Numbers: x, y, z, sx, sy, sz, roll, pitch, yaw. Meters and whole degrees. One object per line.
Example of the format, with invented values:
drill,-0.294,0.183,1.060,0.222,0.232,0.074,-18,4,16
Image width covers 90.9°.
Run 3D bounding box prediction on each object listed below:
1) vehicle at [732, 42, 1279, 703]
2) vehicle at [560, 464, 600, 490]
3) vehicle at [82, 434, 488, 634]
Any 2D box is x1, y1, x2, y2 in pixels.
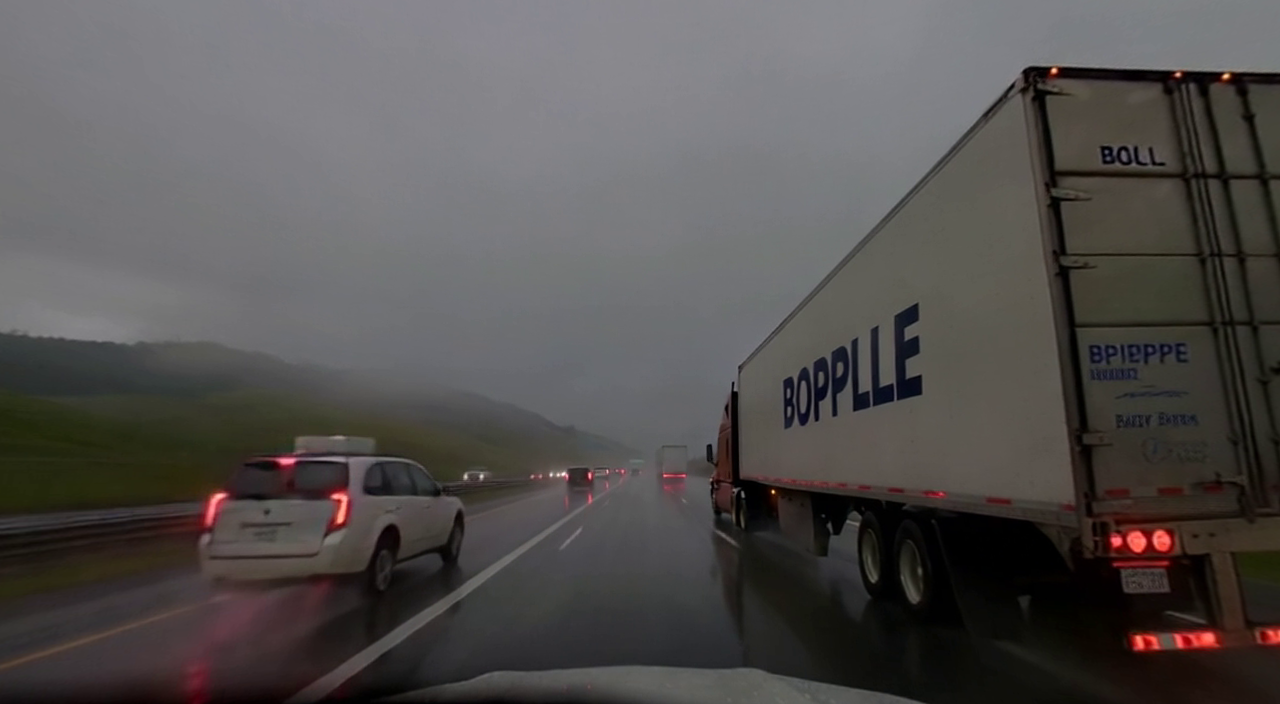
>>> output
vehicle,4.085,1.311,10.605,2.839,4.062,14.051,1,-11,0
vehicle,-3.907,8.274,41.697,2.088,1.566,4.853,1,-11,1
vehicle,-3.277,1.816,7.095,2.021,1.505,4.286,1,-11,0
